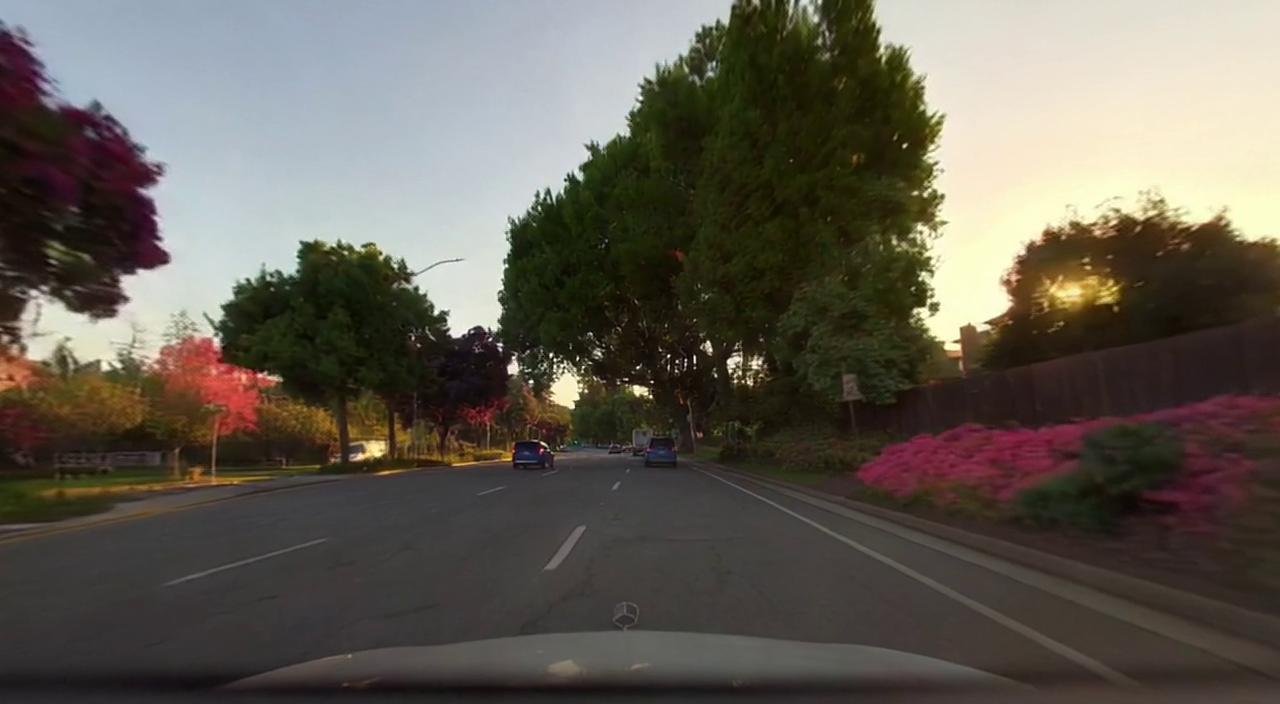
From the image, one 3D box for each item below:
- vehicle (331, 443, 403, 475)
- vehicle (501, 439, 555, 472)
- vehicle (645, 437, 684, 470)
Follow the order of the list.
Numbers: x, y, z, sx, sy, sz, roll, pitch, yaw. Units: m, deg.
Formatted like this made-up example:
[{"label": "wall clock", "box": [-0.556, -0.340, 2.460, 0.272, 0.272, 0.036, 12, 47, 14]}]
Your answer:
[{"label": "vehicle", "box": [-19.419, 7.610, 45.258, 2.332, 2.099, 6.029, 0, -8, 1]}, {"label": "vehicle", "box": [-5.931, 5.548, 34.025, 1.993, 1.657, 4.487, 0, -8, 2]}, {"label": "vehicle", "box": [1.391, 5.858, 36.620, 2.070, 1.764, 4.552, 0, -8, 2]}]
